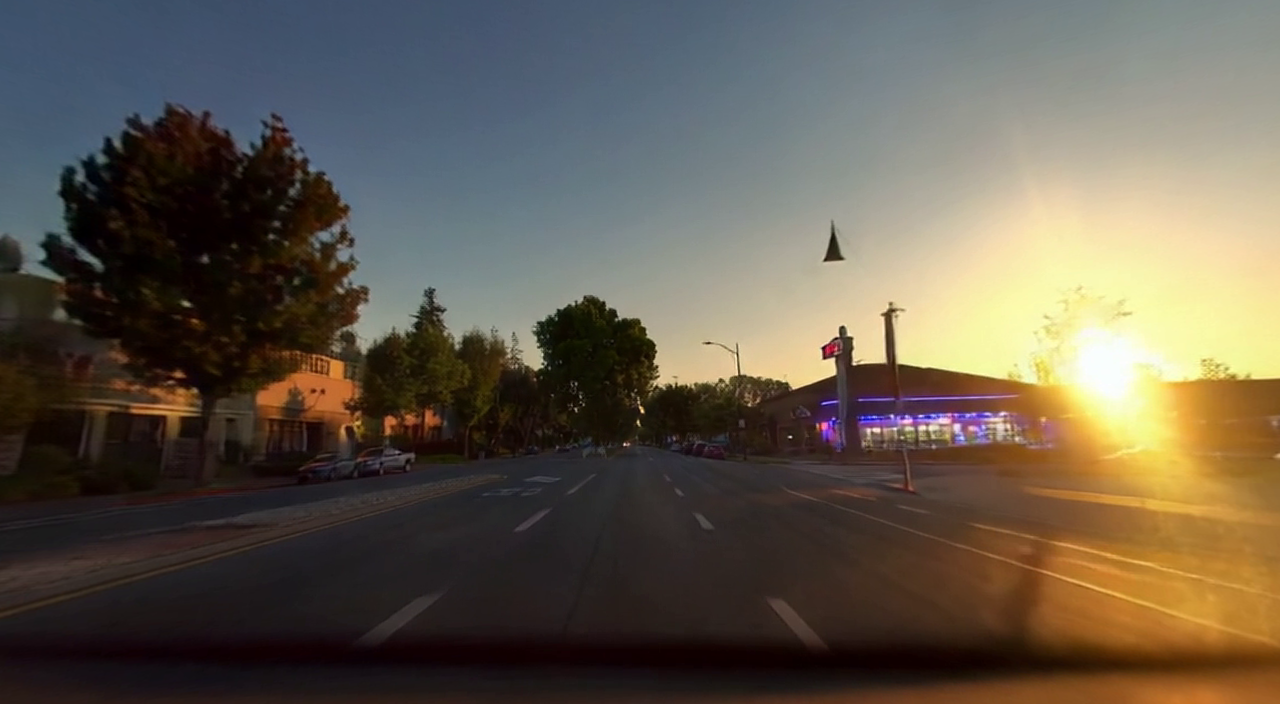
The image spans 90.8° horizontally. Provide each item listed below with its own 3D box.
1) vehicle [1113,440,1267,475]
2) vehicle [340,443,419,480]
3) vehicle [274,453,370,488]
[{"bbox_3d":[24.364,4.696,28.234,4.622,1.466,2.066,-3,-9,16],"label":"vehicle"},{"bbox_3d":[-14.882,6.289,36.542,2.164,1.933,5.804,0,-9,-1],"label":"vehicle"},{"bbox_3d":[-15.029,5.617,30.194,2.106,1.479,4.541,0,-9,1],"label":"vehicle"}]
